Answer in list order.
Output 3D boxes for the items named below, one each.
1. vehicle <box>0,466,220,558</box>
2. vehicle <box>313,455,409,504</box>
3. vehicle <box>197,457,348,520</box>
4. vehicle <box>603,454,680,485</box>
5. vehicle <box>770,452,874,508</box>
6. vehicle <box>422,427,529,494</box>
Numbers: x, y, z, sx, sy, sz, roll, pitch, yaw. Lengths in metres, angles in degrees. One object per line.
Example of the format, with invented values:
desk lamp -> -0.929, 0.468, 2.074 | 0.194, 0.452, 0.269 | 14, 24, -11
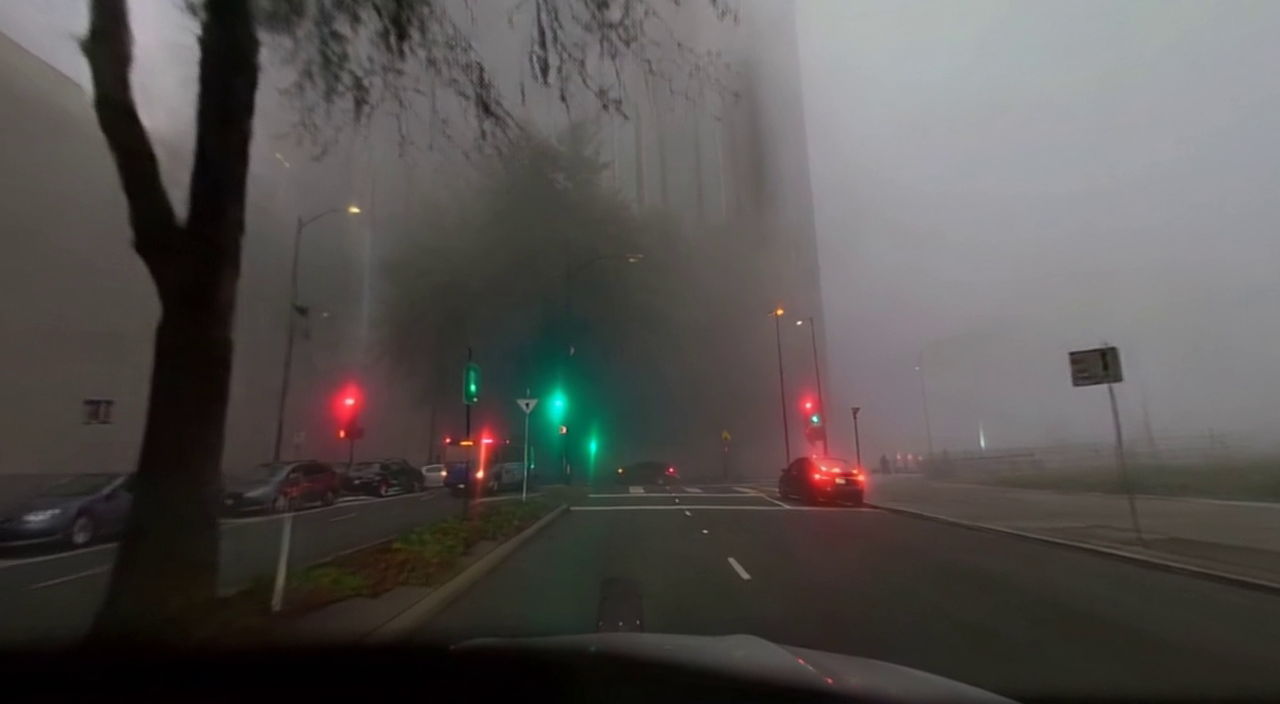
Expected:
vehicle -> -11.281, 3.198, 13.259 | 1.809, 1.429, 4.463 | 0, -8, 1
vehicle -> -11.204, 5.120, 25.750 | 1.908, 1.721, 4.285 | 0, -8, 0
vehicle -> -11.245, 4.171, 19.831 | 1.968, 1.608, 4.609 | 0, -8, 0
vehicle -> 0.080, 7.777, 42.094 | 4.742, 1.906, 1.933 | 2, -9, -16
vehicle -> 5.625, 3.980, 20.168 | 1.888, 1.536, 4.381 | 0, -8, -2
vehicle -> -7.849, 5.274, 31.221 | 2.591, 2.910, 6.652 | -1, -9, 9
